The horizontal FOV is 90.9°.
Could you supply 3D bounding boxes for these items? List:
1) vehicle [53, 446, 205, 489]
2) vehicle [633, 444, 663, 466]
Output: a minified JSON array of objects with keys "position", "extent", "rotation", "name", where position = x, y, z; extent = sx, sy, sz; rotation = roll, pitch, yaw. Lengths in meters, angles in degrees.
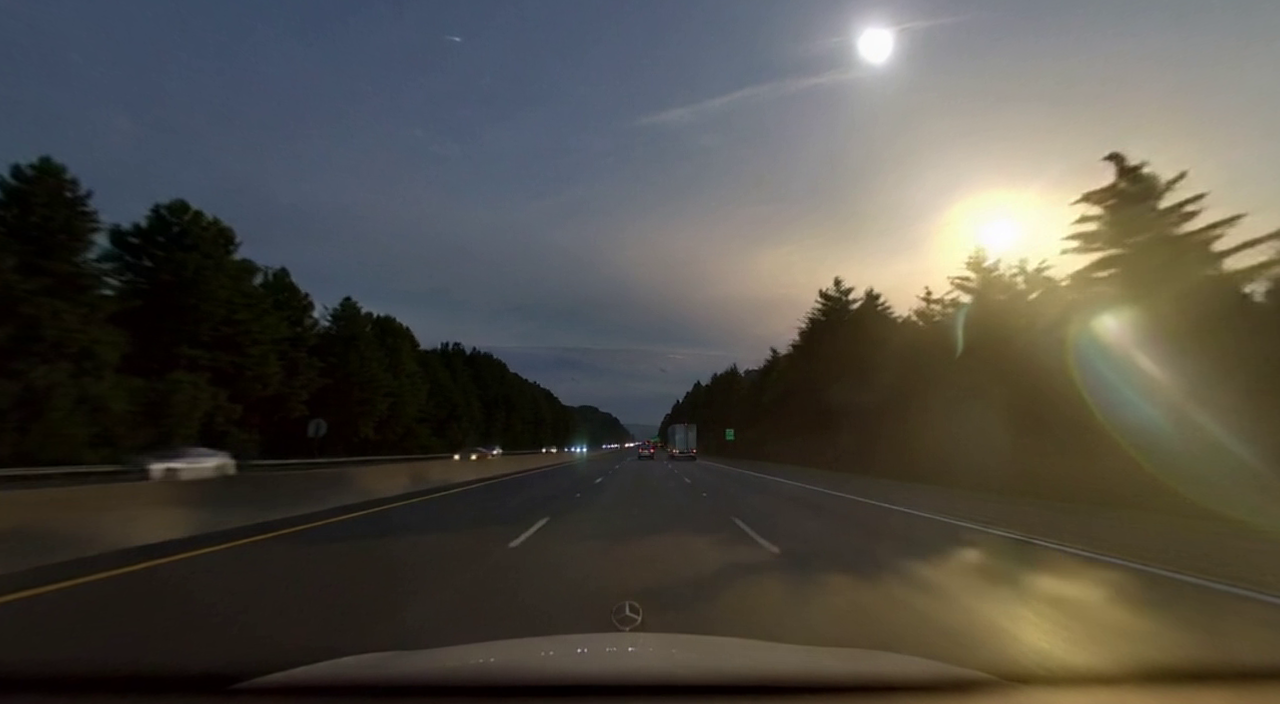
[{"position":[-18.876,4.274,23.597],"extent":[2.001,1.450,4.330],"rotation":[0,-9,1],"name":"vehicle"},{"position":[0.564,7.396,45.329],"extent":[2.023,1.434,4.236],"rotation":[0,-9,1],"name":"vehicle"}]
